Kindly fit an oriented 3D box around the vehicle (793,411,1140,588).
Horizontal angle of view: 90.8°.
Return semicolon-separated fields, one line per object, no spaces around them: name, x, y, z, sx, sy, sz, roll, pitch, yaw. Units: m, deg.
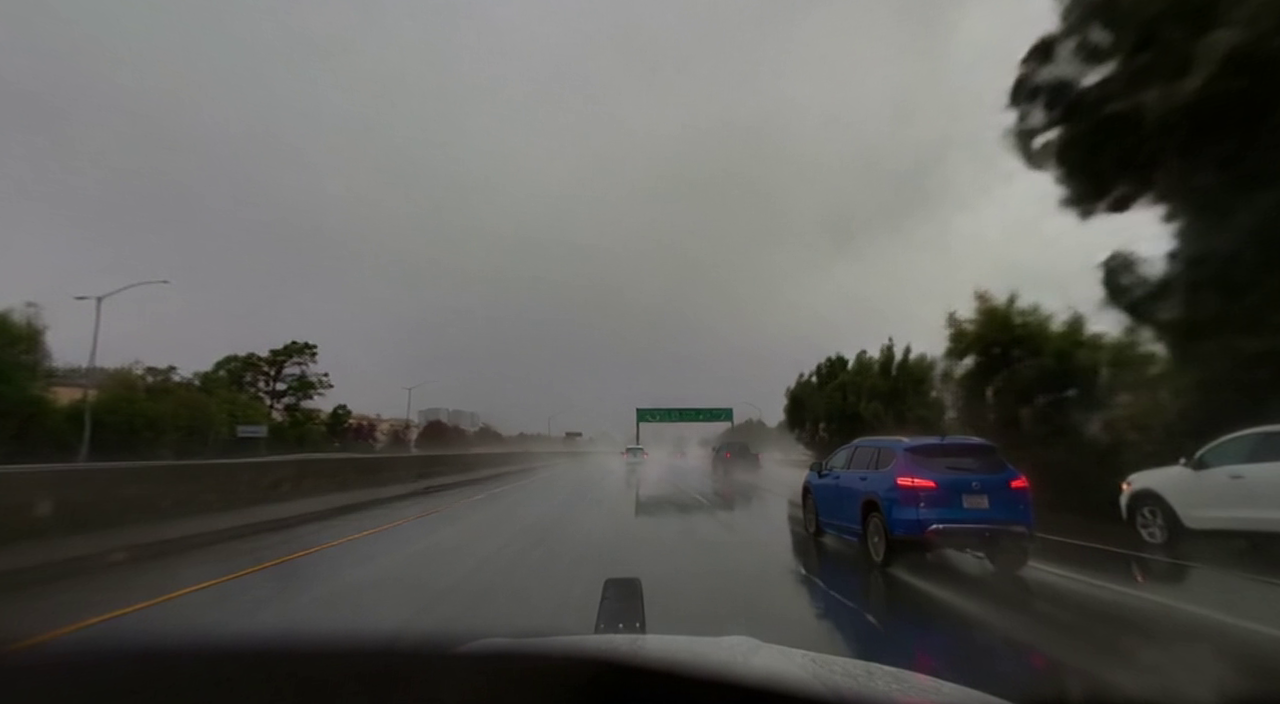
vehicle;3.639;1.712;8.230;2.097;1.659;4.320;0;-8;-2

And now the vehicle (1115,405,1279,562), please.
vehicle;8.478;1.531;7.369;1.967;1.816;4.775;0;-8;-3

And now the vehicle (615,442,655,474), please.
vehicle;-0.351;6.214;37.479;2.181;1.768;4.383;0;-8;-2

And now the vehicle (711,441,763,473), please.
vehicle;7.108;7.742;46.950;2.526;2.230;6.190;0;-8;-3
